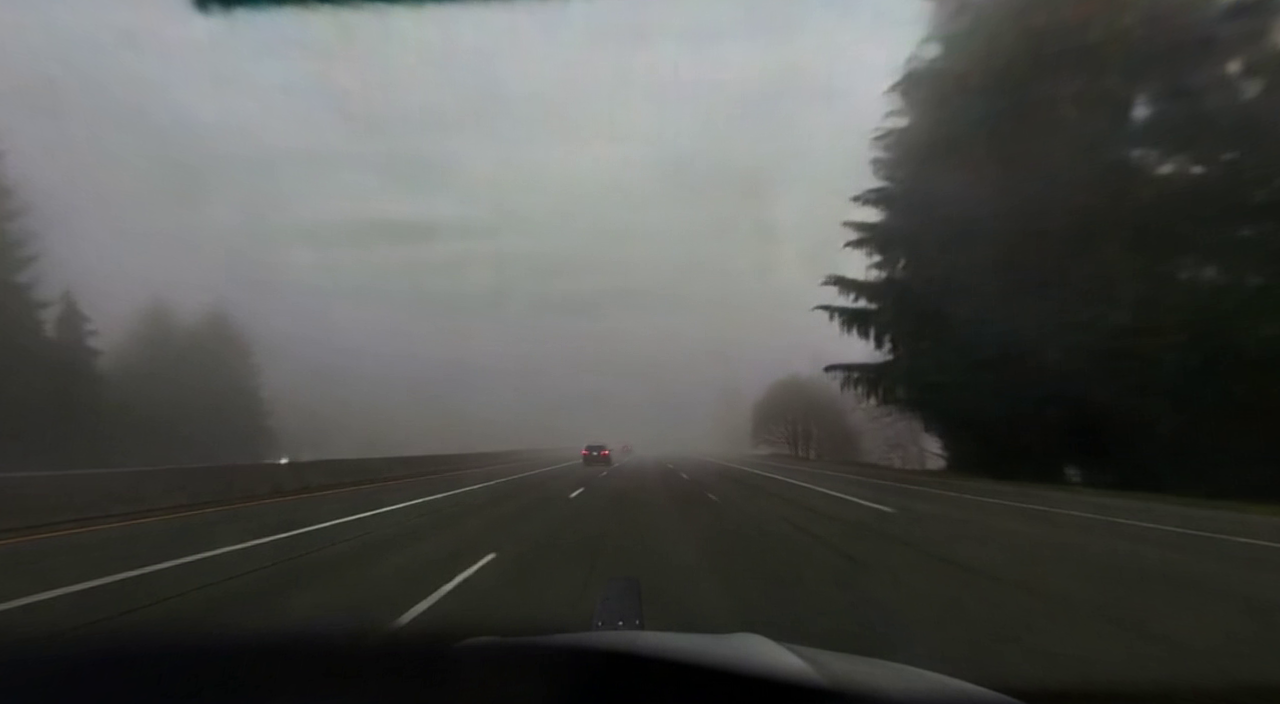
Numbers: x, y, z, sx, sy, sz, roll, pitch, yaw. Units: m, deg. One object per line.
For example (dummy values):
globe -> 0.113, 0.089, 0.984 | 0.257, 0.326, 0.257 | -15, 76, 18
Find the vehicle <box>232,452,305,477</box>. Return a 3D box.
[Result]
vehicle -> -23.180, 7.010, 39.568 | 1.784, 1.468, 4.487 | 0, -9, 1

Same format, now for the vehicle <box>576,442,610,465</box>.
vehicle -> -3.282, 7.216, 44.813 | 1.979, 1.521, 4.147 | 0, -9, 1
